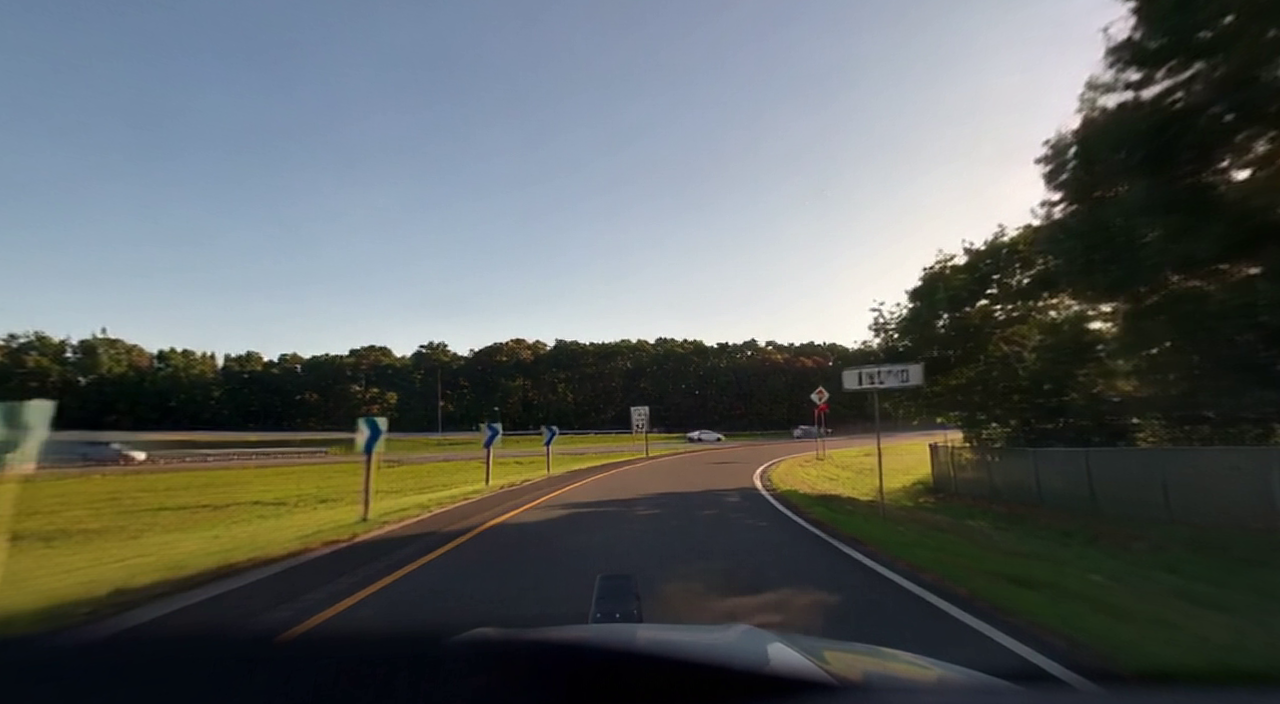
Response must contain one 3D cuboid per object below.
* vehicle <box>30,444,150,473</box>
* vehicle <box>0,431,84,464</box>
[{"bbox_3d":[-32.241,6.245,37.119,4.843,1.579,2.135,3,-9,-26],"label":"vehicle"},{"bbox_3d":[-46.816,7.373,48.613,5.125,2.397,2.446,4,-9,-27],"label":"vehicle"}]
